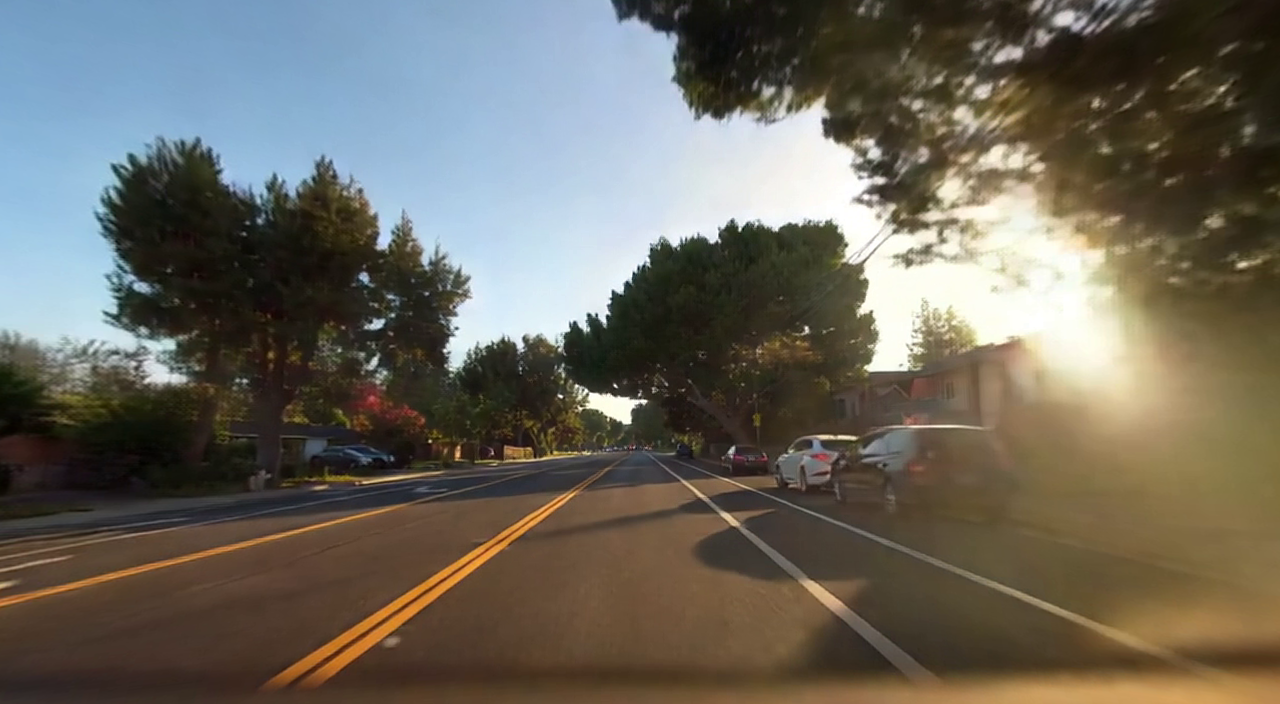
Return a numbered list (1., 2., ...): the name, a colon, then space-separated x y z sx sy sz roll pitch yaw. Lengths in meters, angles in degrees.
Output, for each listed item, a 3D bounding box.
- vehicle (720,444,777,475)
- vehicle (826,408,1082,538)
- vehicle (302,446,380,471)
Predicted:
1. vehicle: 5.464 5.461 32.318 1.935 1.453 4.488 0 -9 -2
2. vehicle: 5.080 2.037 11.184 2.160 1.800 4.646 0 -9 1
3. vehicle: -21.764 7.760 46.054 4.610 1.721 2.019 0 -9 -1
